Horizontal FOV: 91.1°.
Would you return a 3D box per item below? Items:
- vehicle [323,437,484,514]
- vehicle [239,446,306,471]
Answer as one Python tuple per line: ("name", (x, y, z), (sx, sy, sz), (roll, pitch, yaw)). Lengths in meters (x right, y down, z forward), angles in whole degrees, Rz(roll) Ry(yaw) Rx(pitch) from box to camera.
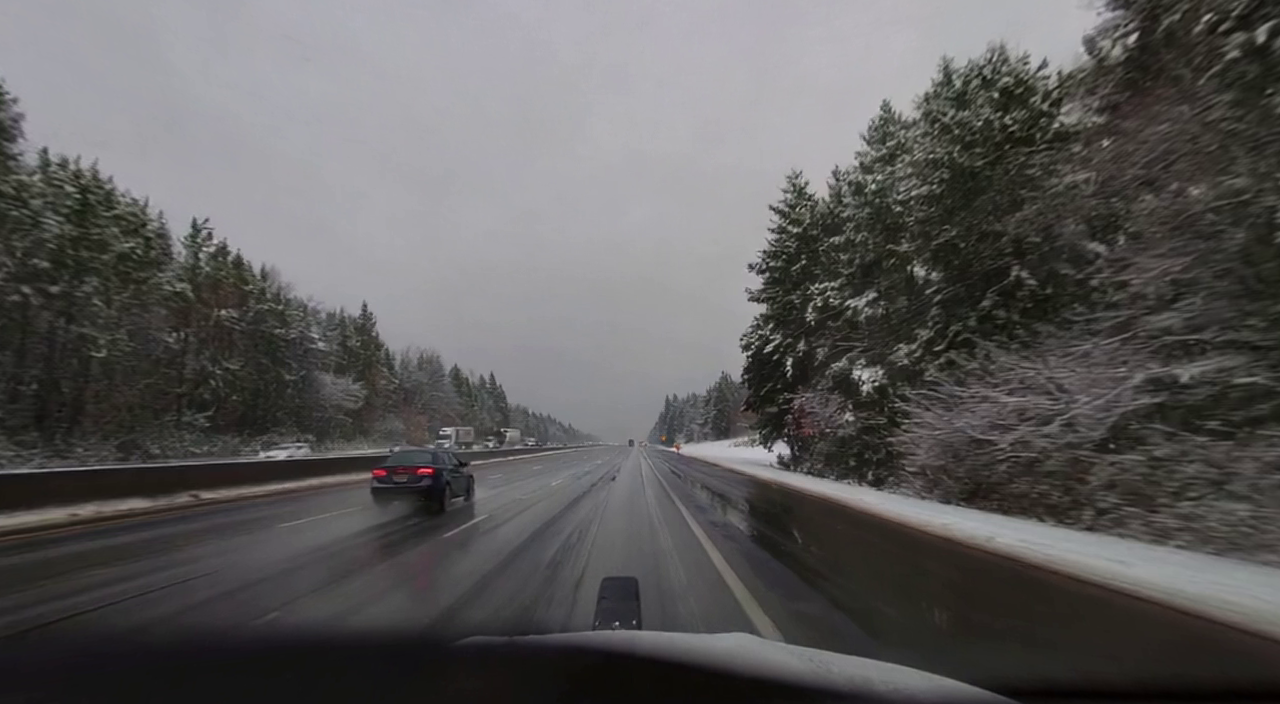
("vehicle", (-5.166, 2.717, 14.497), (2.004, 1.497, 4.260), (0, -8, 1))
("vehicle", (-24.331, 7.040, 41.828), (1.799, 1.465, 4.286), (0, -8, 1))
